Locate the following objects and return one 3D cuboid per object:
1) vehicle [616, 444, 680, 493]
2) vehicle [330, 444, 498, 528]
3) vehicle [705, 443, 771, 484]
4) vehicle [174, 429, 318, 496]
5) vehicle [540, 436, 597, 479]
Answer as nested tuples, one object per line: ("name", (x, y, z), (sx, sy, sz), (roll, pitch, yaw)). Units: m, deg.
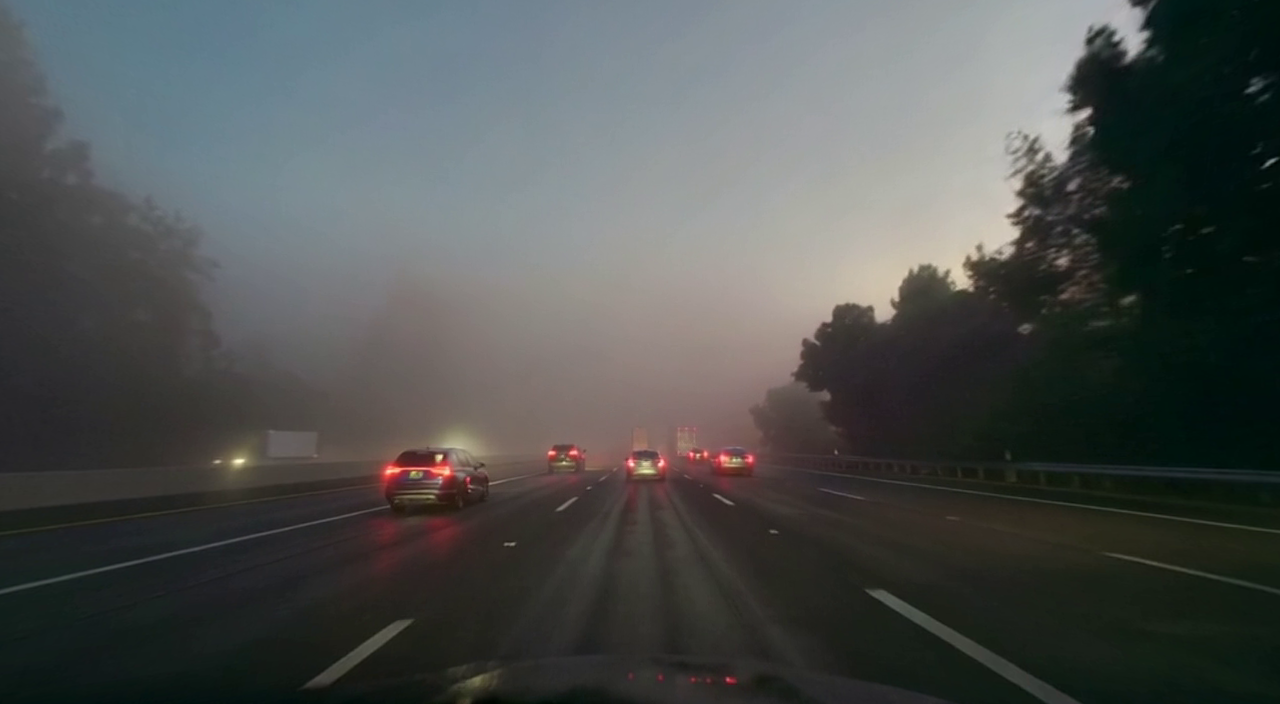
("vehicle", (0.253, 4.048, 22.092), (2.015, 1.526, 4.286), (0, -9, 0))
("vehicle", (-4.564, 2.750, 13.508), (1.967, 1.473, 4.439), (0, -9, 0))
("vehicle", (3.922, 4.556, 25.820), (1.959, 1.503, 4.064), (0, -9, -1))
("vehicle", (-16.675, 4.707, 27.099), (2.269, 2.522, 5.946), (0, -9, 0))
("vehicle", (-3.468, 5.254, 31.357), (2.230, 1.973, 4.403), (-1, -9, 2))
